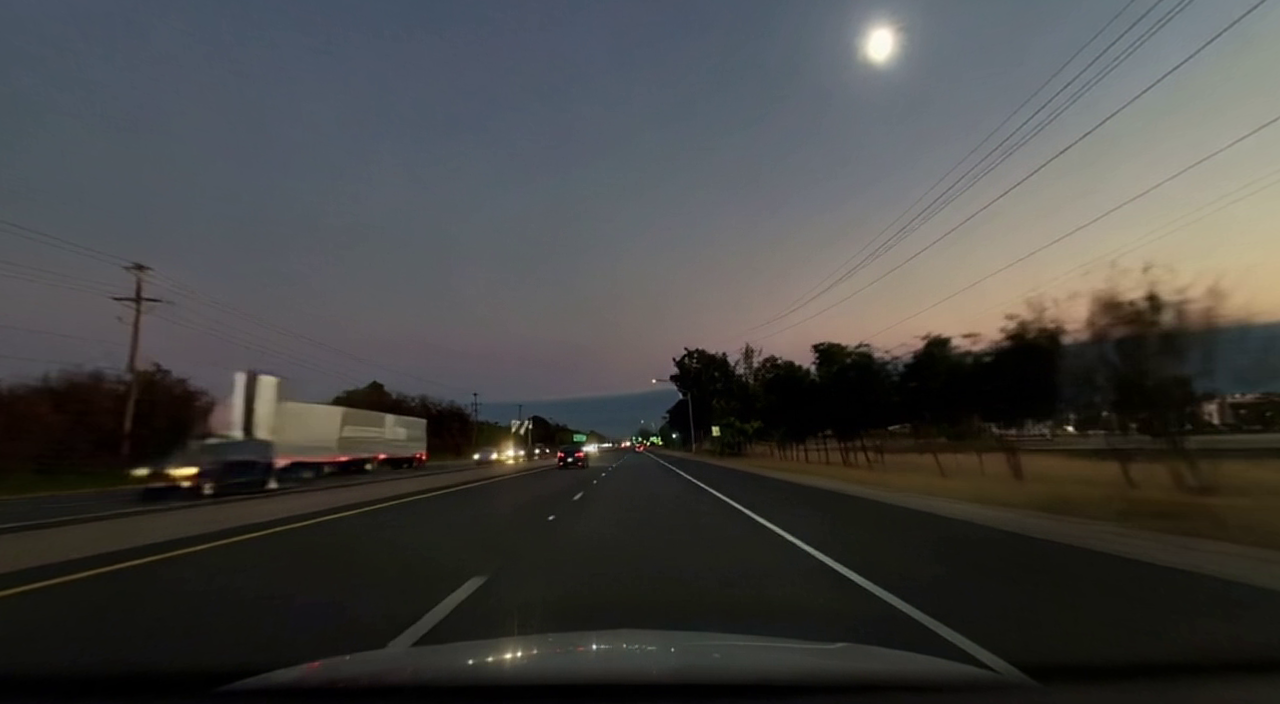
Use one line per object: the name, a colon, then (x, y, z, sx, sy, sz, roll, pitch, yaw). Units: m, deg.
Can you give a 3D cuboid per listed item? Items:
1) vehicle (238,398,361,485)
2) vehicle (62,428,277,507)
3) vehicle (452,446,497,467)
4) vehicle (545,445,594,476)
vehicle: (-17.081, 4.596, 32.034, 2.960, 3.980, 5.841, 0, -9, -1)
vehicle: (-12.334, 3.049, 16.973, 2.144, 1.816, 4.673, 0, -9, 0)
vehicle: (-12.382, 7.855, 47.247, 2.162, 1.491, 4.265, 0, -9, 1)
vehicle: (-3.722, 5.801, 33.816, 2.123, 1.545, 4.404, 0, -9, 0)
